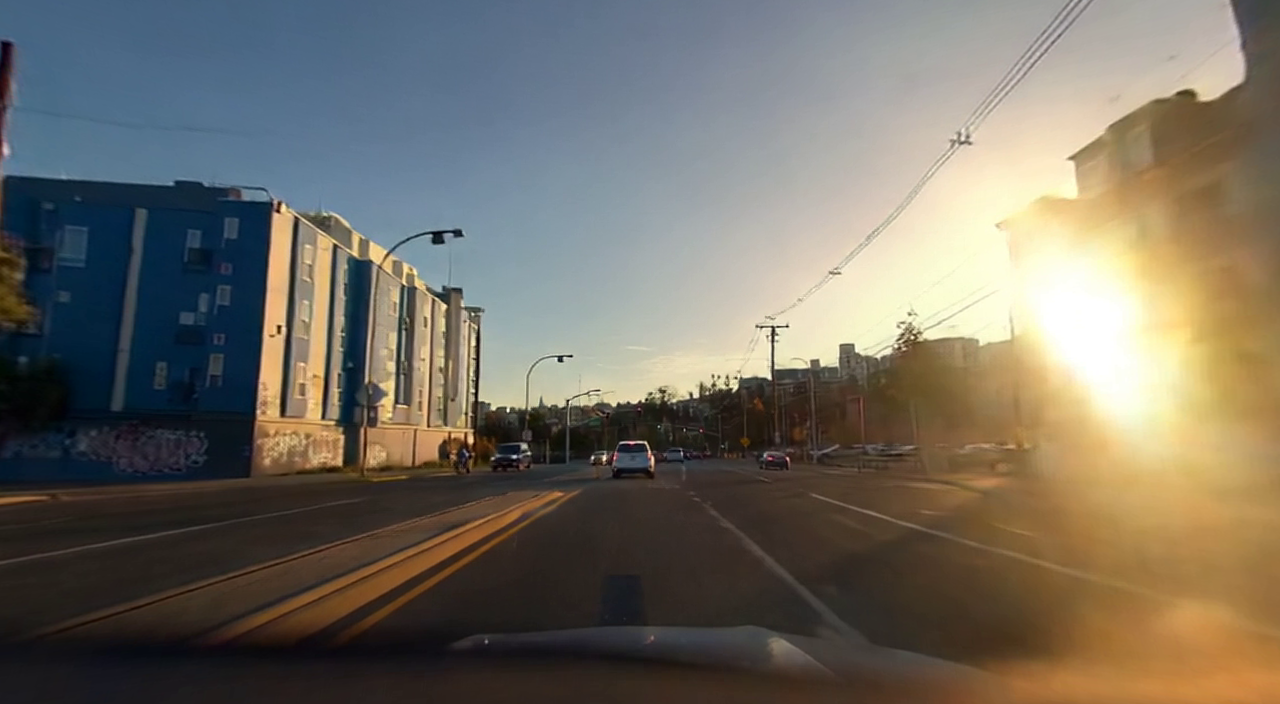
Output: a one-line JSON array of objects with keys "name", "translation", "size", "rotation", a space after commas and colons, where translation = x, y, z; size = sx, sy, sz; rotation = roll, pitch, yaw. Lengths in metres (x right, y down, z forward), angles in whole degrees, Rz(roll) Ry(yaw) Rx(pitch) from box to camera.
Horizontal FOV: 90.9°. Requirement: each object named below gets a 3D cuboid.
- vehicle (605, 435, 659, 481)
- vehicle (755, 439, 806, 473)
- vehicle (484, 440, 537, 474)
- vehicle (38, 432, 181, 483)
[{"name": "vehicle", "translation": [-0.319, 4.581, 27.591], "size": [2.160, 1.786, 4.702], "rotation": [0, -8, 0]}, {"name": "vehicle", "translation": [7.637, 5.667, 34.649], "size": [1.952, 1.749, 4.311], "rotation": [0, -8, 2]}, {"name": "vehicle", "translation": [-8.376, 6.821, 41.280], "size": [2.393, 2.059, 4.739], "rotation": [0, -8, 2]}, {"name": "vehicle", "translation": [-39.031, 7.784, 46.622], "size": [7.491, 3.562, 2.925], "rotation": [1, -8, -4]}]
